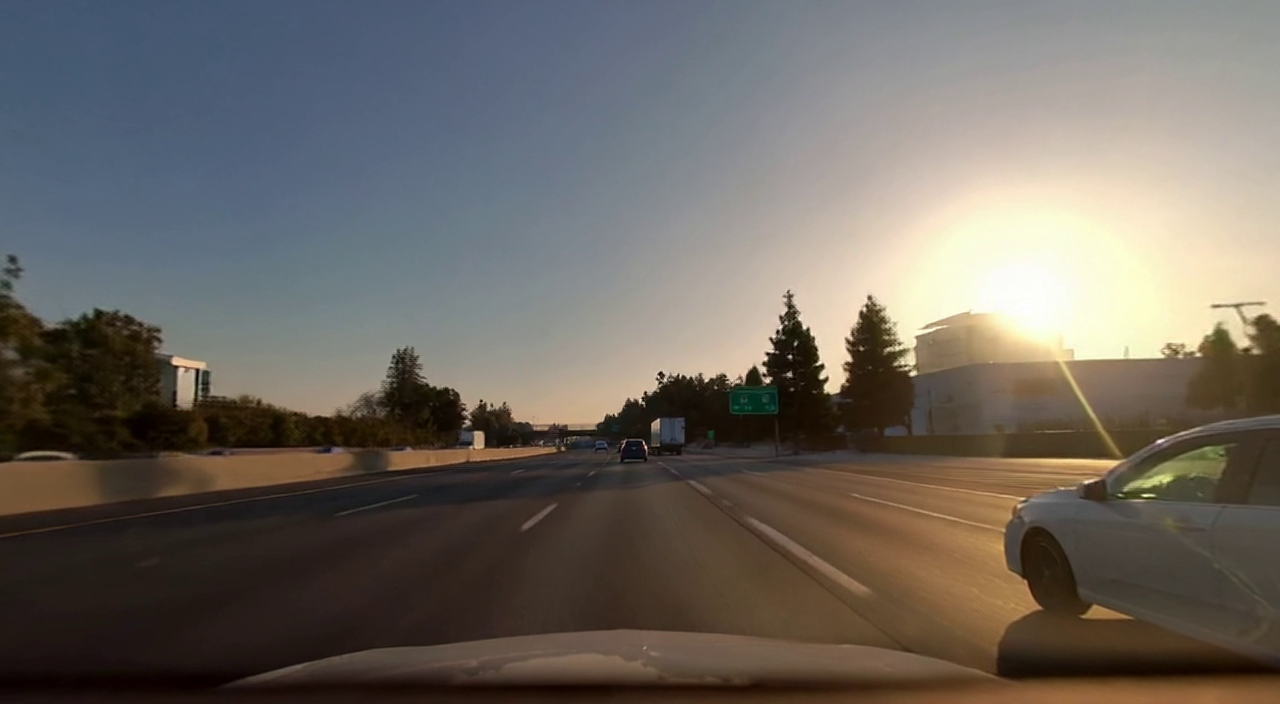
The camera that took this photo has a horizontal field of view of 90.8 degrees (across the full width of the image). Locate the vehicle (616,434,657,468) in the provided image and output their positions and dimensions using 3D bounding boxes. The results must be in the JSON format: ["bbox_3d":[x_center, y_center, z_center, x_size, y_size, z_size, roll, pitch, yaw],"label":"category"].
[{"bbox_3d":[-0.263,5.932,38.180,2.297,1.912,4.355,0,-8,-1],"label":"vehicle"}]

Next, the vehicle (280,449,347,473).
[{"bbox_3d":[-22.396,7.473,43.567,2.087,1.499,4.726,0,-8,1],"label":"vehicle"}]

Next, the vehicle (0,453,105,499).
[{"bbox_3d":[-21.974,4.376,22.575,1.890,1.454,4.389,0,-8,-1],"label":"vehicle"}]

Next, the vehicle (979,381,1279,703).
[{"bbox_3d":[3.810,0.956,2.971,1.950,1.596,4.326,0,-8,-1],"label":"vehicle"}]

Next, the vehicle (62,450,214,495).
[{"bbox_3d":[-18.133,4.333,23.169,1.841,1.447,4.531,0,-8,0],"label":"vehicle"}]
